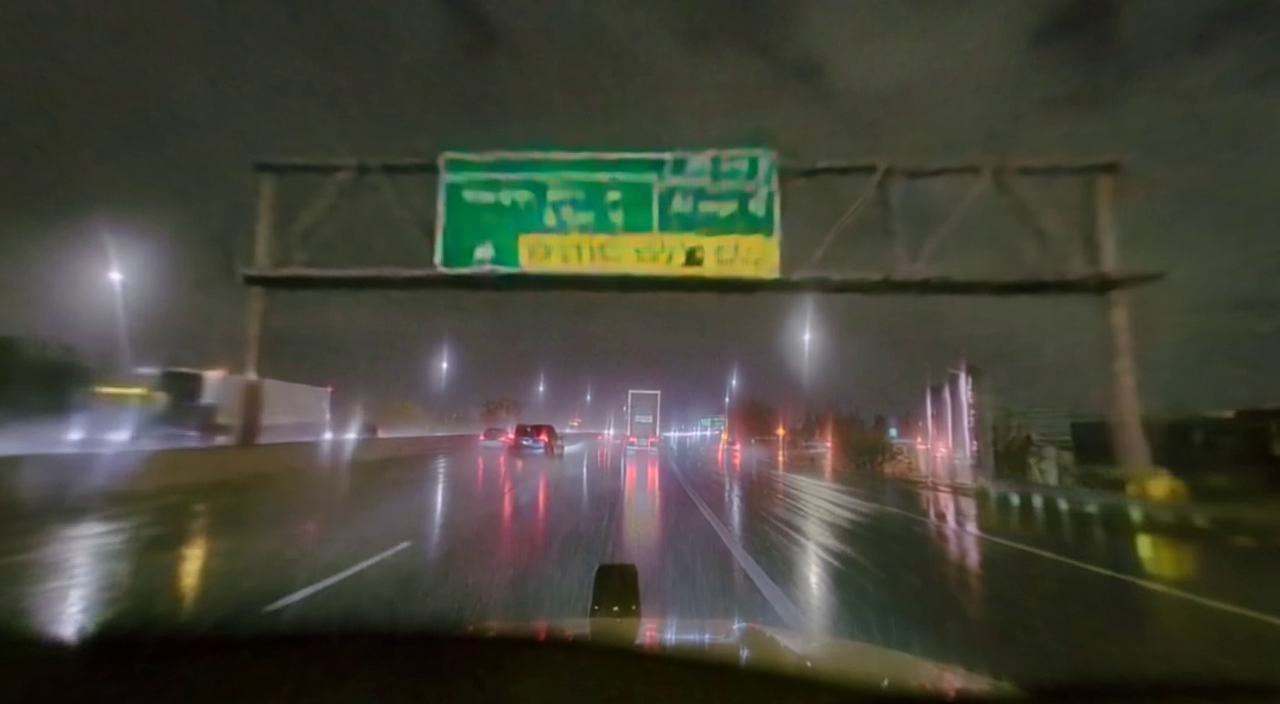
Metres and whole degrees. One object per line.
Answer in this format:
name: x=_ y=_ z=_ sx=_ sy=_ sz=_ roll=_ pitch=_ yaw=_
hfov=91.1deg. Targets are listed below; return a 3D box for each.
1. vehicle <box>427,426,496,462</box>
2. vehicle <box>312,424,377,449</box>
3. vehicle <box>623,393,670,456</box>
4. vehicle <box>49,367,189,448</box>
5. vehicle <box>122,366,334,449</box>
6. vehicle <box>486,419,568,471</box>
vehicle: x=-7.887 y=4.091 z=28.194 sx=1.845 sy=1.493 sz=3.799 roll=0 pitch=-8 yaw=2
vehicle: x=-19.355 y=5.561 z=41.391 sx=1.893 sy=1.598 sz=4.324 roll=-1 pitch=-8 yaw=4
vehicle: x=0.501 y=5.391 z=46.044 sx=3.024 sy=4.019 sz=10.605 roll=0 pitch=-8 yaw=1
vehicle: x=-24.128 y=2.665 z=29.339 sx=2.853 sy=3.414 sz=3.777 roll=1 pitch=-8 yaw=5
vehicle: x=-23.861 y=3.677 z=38.219 sx=2.960 sy=4.104 sz=14.061 roll=0 pitch=-8 yaw=2
vehicle: x=-4.185 y=3.516 z=24.044 sx=2.119 sy=1.787 sz=4.655 roll=0 pitch=-8 yaw=2
